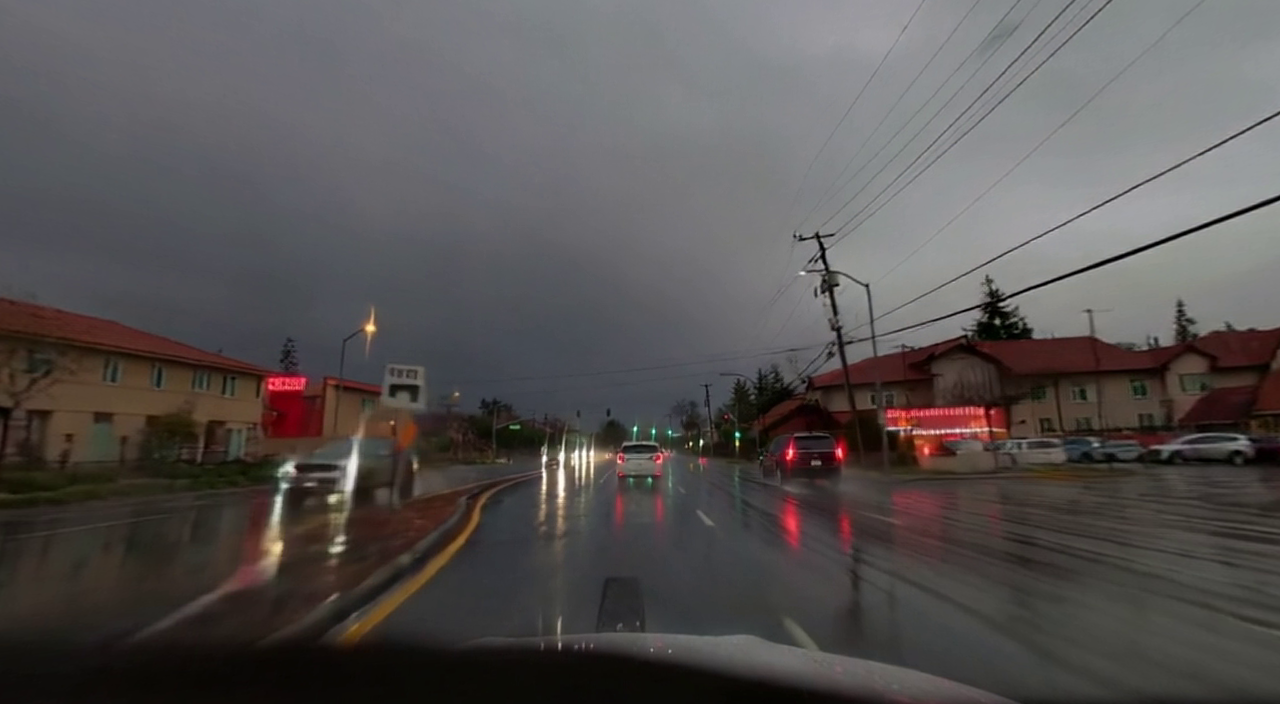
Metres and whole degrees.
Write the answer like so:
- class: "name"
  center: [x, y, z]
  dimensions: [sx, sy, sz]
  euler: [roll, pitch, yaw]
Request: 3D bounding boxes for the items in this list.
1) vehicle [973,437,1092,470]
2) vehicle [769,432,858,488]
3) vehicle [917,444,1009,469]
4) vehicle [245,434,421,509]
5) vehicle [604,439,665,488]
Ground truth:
- class: "vehicle"
  center: [19.006, 4.941, 30.638]
  dimensions: [4.415, 1.519, 1.907]
  euler: [0, -9, 1]
- class: "vehicle"
  center: [6.394, 4.025, 23.778]
  dimensions: [2.061, 1.889, 4.268]
  euler: [0, -9, -1]
- class: "vehicle"
  center: [18.519, 5.996, 36.233]
  dimensions: [4.165, 1.386, 1.999]
  euler: [0, -9, 0]
- class: "vehicle"
  center: [-8.066, 3.181, 17.273]
  dimensions: [2.283, 1.715, 4.918]
  euler: [0, -9, 1]
- class: "vehicle"
  center: [-0.206, 4.205, 24.098]
  dimensions: [2.138, 1.702, 4.168]
  euler: [0, -9, 0]
